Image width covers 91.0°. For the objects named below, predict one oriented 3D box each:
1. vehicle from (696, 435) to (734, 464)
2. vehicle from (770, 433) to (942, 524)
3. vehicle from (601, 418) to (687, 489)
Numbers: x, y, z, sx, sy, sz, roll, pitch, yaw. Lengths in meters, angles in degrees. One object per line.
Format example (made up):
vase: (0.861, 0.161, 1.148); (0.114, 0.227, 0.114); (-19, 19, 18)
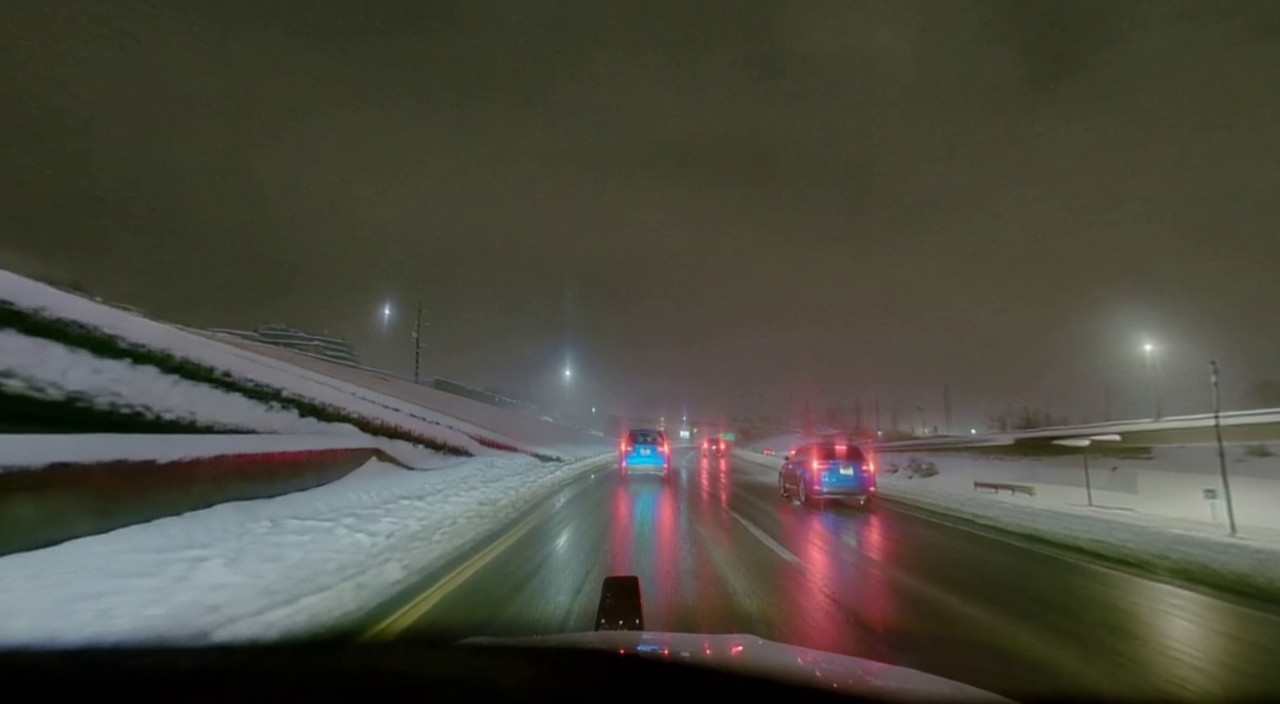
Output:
vehicle: (4.721, 6.174, 40.151); (2.047, 1.700, 4.069); (0, -8, 3)
vehicle: (4.057, 2.426, 12.662); (2.047, 1.500, 4.017); (0, -8, 0)
vehicle: (0.144, 3.007, 19.022); (2.264, 1.841, 4.583); (0, -8, 1)
